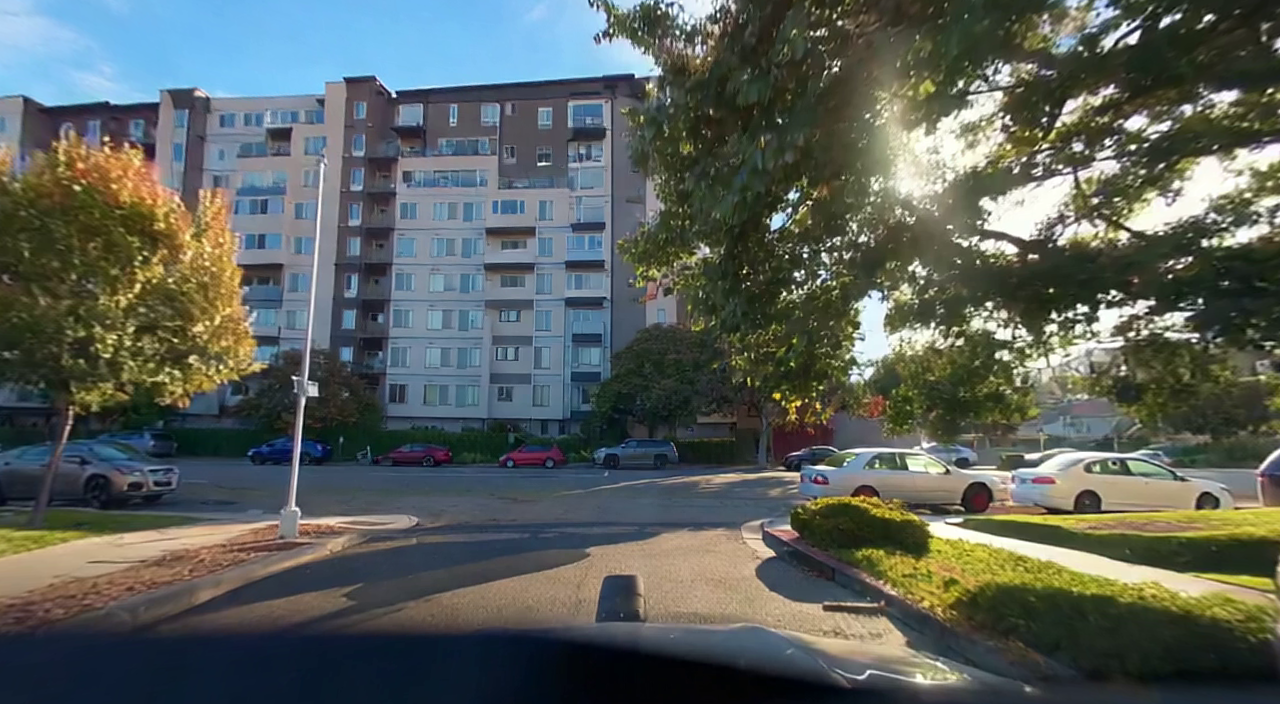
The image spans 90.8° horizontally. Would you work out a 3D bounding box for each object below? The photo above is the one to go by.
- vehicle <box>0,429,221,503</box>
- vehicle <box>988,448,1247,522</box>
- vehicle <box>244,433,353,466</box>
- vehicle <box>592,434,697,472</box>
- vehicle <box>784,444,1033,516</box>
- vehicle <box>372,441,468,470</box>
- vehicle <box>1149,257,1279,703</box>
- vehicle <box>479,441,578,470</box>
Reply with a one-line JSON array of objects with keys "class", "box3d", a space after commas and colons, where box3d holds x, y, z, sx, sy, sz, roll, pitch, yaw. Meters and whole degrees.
[{"class": "vehicle", "box3d": [-12.432, 2.553, 14.364, 4.359, 1.519, 1.964, 0, -8, -1]}, {"class": "vehicle", "box3d": [10.621, 2.950, 14.339, 4.163, 1.500, 2.076, 0, -8, -1]}, {"class": "vehicle", "box3d": [-17.474, 5.004, 32.488, 4.426, 1.641, 1.889, 0, -8, -5]}, {"class": "vehicle", "box3d": [0.147, 5.258, 32.960, 5.299, 1.860, 2.098, 1, -8, -5]}, {"class": "vehicle", "box3d": [5.844, 2.840, 14.301, 4.714, 1.471, 1.978, -1, -8, 2]}, {"class": "vehicle", "box3d": [-11.323, 5.319, 32.718, 4.336, 1.438, 1.776, 0, -8, -3]}, {"class": "vehicle", "box3d": [4.774, 0.530, 1.143, 5.606, 1.882, 2.448, 0, -8, -2]}, {"class": "vehicle", "box3d": [-5.706, 5.376, 32.843, 4.851, 1.339, 1.785, -1, -11, -2]}]
